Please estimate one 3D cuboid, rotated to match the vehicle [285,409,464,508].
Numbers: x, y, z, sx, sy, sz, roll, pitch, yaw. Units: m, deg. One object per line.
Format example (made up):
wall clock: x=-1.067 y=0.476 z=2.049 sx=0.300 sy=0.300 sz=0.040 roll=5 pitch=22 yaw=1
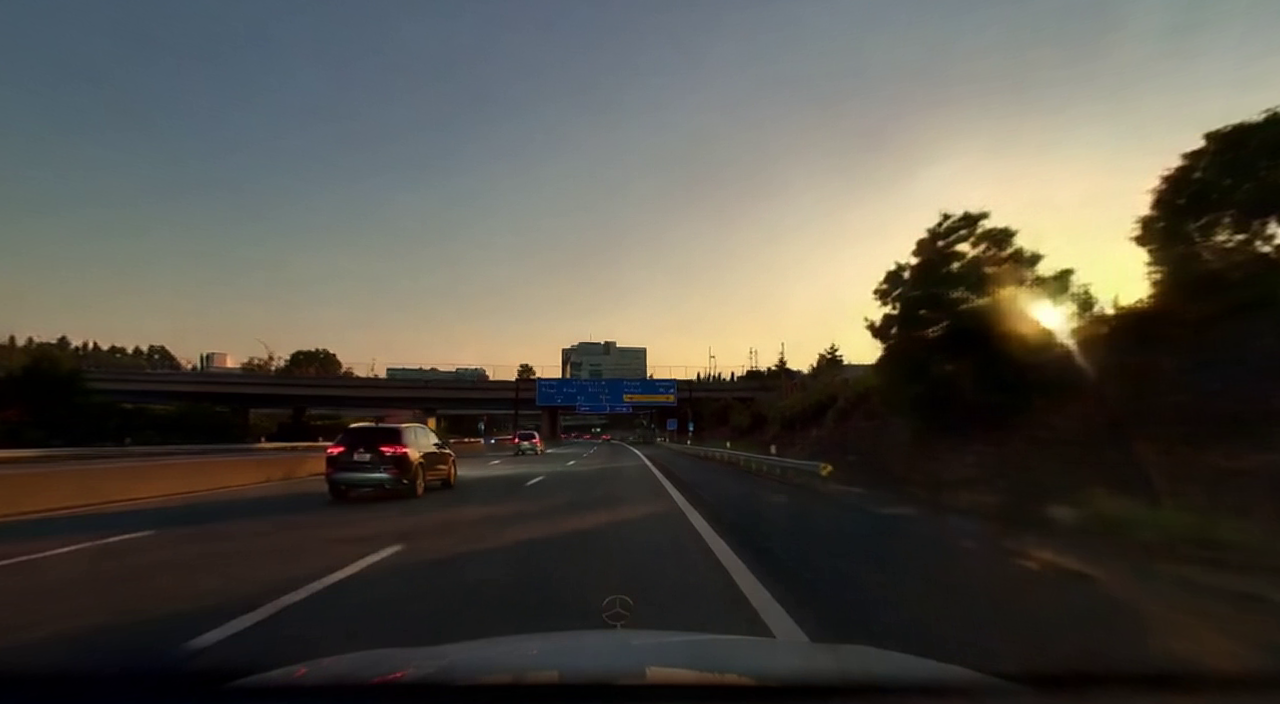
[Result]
vehicle: x=-5.250 y=2.156 z=13.153 sx=2.007 sy=1.727 sz=4.040 roll=0 pitch=-8 yaw=-1
